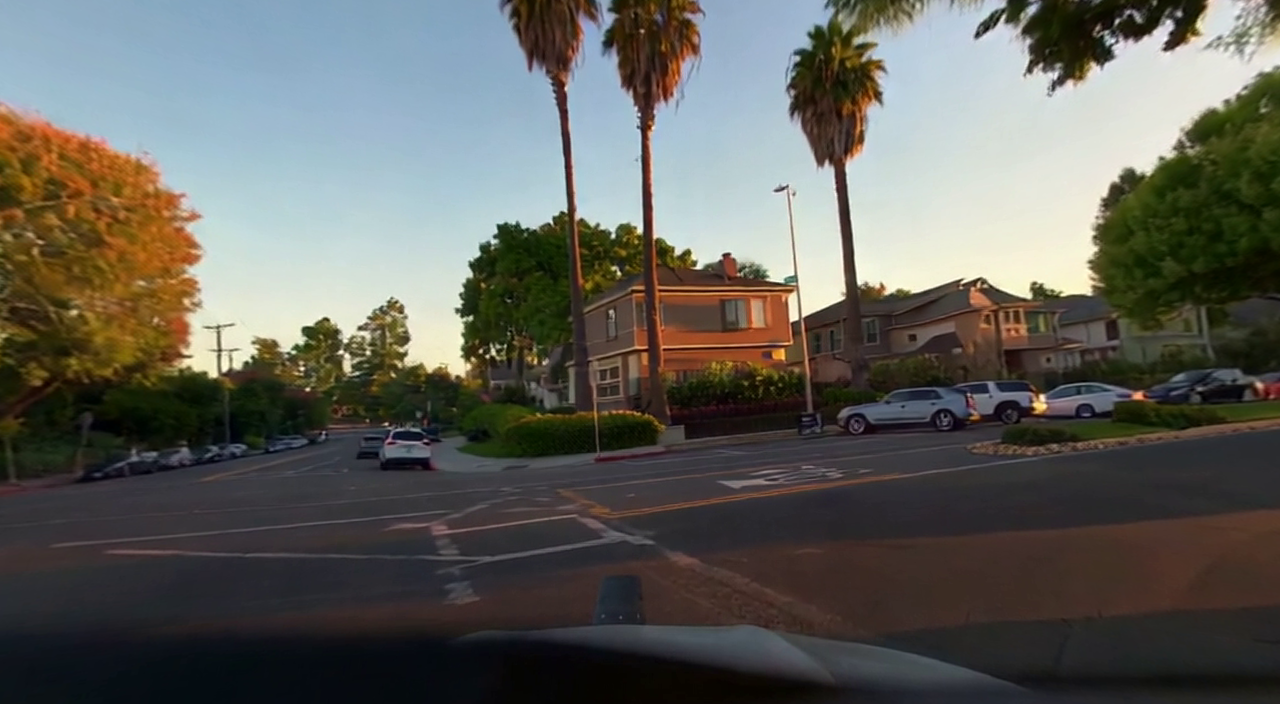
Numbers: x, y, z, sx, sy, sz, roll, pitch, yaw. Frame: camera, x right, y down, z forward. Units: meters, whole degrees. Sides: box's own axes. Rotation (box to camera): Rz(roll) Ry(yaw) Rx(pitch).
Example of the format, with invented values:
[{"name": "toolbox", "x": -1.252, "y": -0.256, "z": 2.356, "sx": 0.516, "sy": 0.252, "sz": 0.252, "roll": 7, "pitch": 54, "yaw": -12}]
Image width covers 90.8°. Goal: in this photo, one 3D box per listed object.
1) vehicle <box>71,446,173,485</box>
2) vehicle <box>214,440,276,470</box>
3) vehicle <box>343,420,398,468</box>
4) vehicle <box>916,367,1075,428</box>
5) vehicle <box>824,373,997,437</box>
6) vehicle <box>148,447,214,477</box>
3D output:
[{"name": "vehicle", "x": -23.075, "y": 5.038, "z": 28.397, "sx": 2.118, "sy": 1.526, "sz": 4.727, "roll": 1, "pitch": -9, "yaw": -22}, {"name": "vehicle", "x": -22.562, "y": 5.899, "z": 36.262, "sx": 2.071, "sy": 1.538, "sz": 4.428, "roll": 1, "pitch": -9, "yaw": -20}, {"name": "vehicle", "x": -12.599, "y": 4.336, "z": 29.665, "sx": 2.154, "sy": 2.035, "sz": 4.261, "roll": 1, "pitch": -9, "yaw": -22}, {"name": "vehicle", "x": 12.341, "y": 1.698, "z": 22.205, "sx": 1.995, "sy": 1.772, "sz": 4.273, "roll": 4, "pitch": -10, "yaw": -36}, {"name": "vehicle", "x": 8.906, "y": 1.893, "z": 21.230, "sx": 1.998, "sy": 1.752, "sz": 4.866, "roll": 5, "pitch": -11, "yaw": -38}, {"name": "vehicle", "x": -25.404, "y": 6.074, "z": 35.122, "sx": 1.795, "sy": 1.463, "sz": 4.382, "roll": 1, "pitch": -9, "yaw": -20}]
